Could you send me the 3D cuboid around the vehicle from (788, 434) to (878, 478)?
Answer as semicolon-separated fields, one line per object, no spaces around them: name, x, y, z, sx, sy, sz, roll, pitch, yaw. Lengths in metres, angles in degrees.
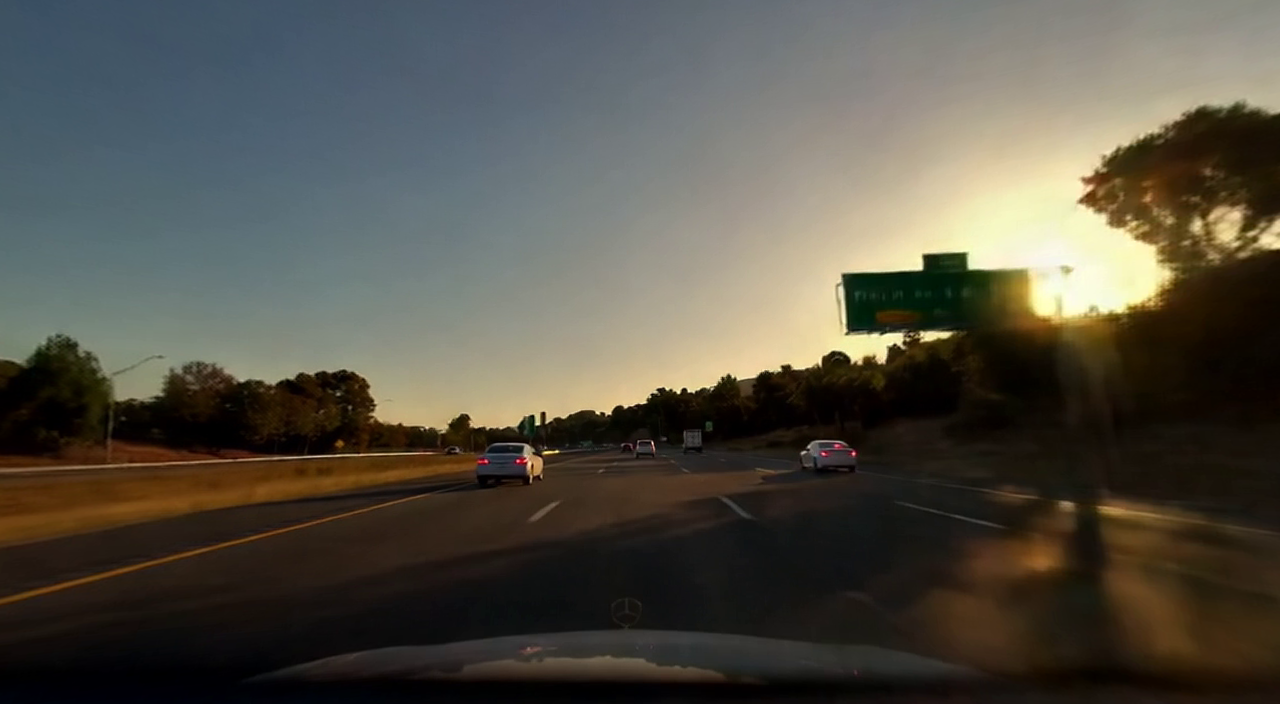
vehicle;7.379;4.025;24.594;1.870;1.493;5.015;0;-8;-1

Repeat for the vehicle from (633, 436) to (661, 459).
vehicle;0.494;7.384;48.636;2.063;1.698;4.355;0;-8;0

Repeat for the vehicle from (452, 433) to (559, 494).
vehicle;-3.732;3.171;18.265;2.050;1.546;4.344;0;-8;1
